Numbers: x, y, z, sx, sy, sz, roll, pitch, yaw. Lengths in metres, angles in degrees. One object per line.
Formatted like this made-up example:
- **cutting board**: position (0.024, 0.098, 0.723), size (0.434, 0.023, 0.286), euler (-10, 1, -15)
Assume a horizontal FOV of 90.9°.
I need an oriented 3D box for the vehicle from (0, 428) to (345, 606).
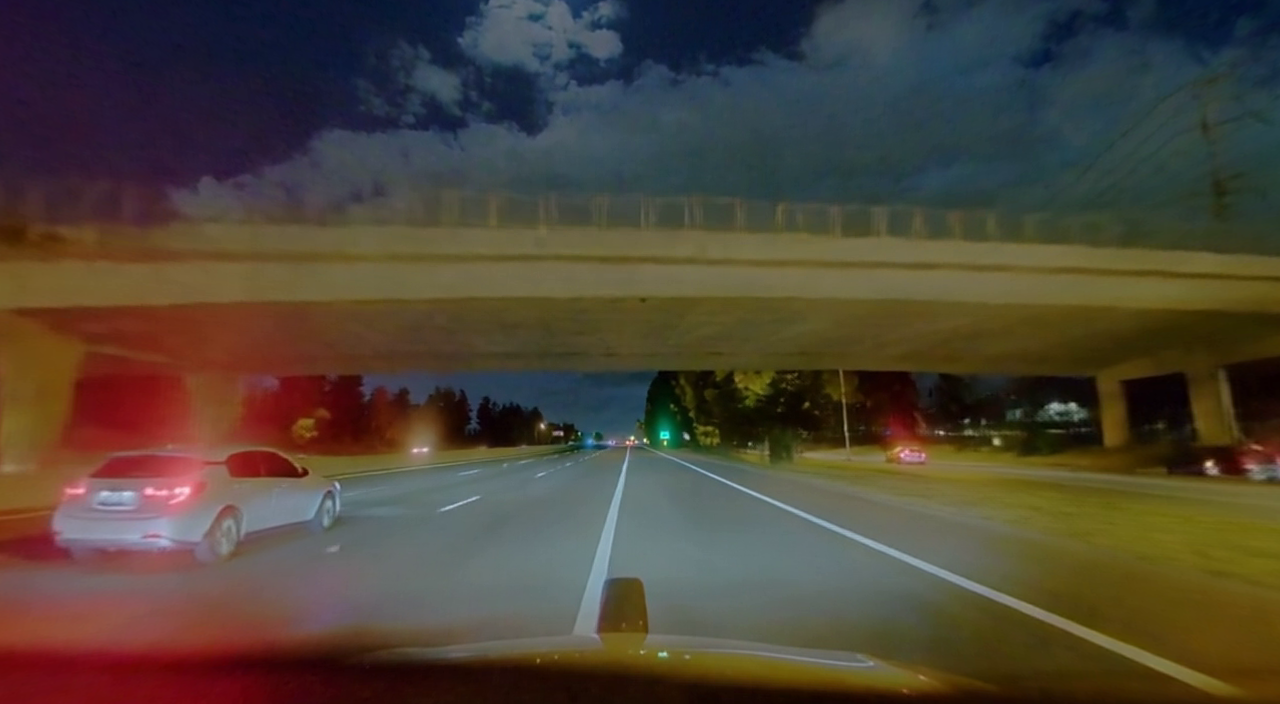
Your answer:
- **vehicle**: position (-5.860, 1.791, 7.904), size (2.105, 1.551, 4.602), euler (0, -8, 0)
